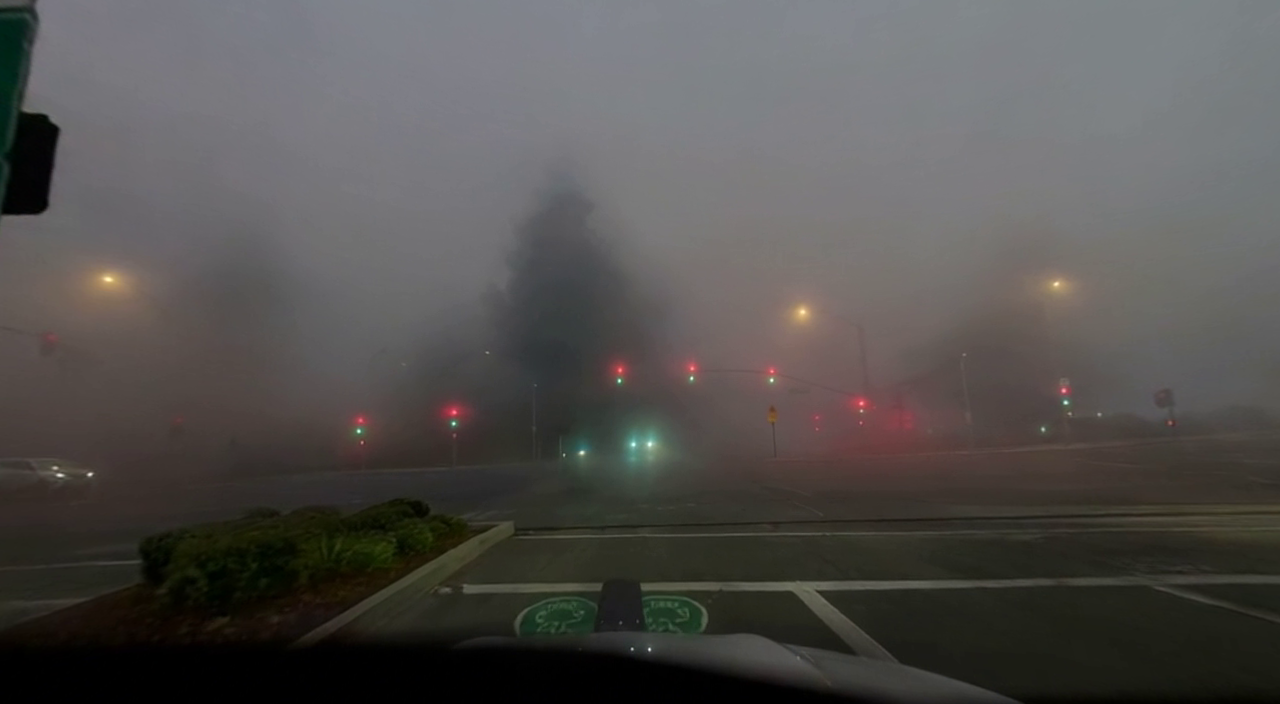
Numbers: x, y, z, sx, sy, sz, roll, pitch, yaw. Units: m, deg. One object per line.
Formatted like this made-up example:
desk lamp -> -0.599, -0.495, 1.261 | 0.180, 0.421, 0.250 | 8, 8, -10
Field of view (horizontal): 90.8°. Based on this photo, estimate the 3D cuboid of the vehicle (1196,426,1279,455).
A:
vehicle -> 40.097, 5.885, 41.873 | 2.173, 1.751, 4.931 | -1, -8, 5

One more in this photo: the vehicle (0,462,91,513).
vehicle -> -24.458, 5.161, 24.311 | 4.706, 1.734, 2.253 | -1, -8, 5

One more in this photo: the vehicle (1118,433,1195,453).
vehicle -> 40.478, 7.148, 49.685 | 2.258, 1.508, 4.668 | 0, -8, 2

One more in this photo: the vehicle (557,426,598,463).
vehicle -> -4.602, 6.953, 47.478 | 2.522, 2.605, 6.598 | 0, -8, -1
